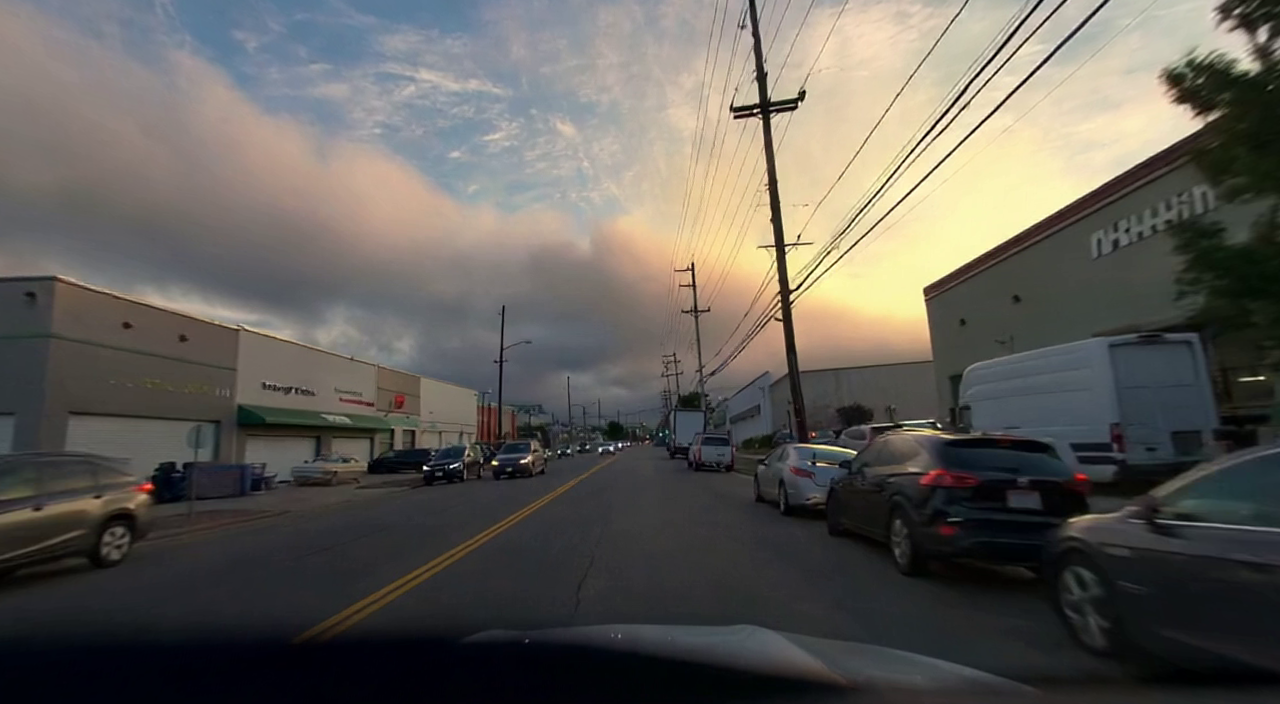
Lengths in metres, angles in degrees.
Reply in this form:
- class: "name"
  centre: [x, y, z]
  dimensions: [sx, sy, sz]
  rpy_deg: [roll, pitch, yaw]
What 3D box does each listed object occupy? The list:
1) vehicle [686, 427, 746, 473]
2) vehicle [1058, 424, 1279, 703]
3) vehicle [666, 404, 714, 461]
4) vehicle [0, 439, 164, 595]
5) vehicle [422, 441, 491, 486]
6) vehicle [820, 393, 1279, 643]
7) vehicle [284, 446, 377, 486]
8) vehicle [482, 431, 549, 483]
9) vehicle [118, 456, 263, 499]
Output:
- class: "vehicle"
  centre: [3.564, 4.795, 30.896]
  dimensions: [2.249, 2.026, 6.211]
  rpy_deg: [0, -9, 1]
- class: "vehicle"
  centre: [3.533, 0.869, 1.614]
  dimensions: [1.948, 1.433, 4.385]
  rpy_deg: [0, -9, 1]
- class: "vehicle"
  centre: [3.549, 6.082, 46.884]
  dimensions: [2.874, 3.757, 8.612]
  rpy_deg: [0, -9, 0]
- class: "vehicle"
  centre: [-8.421, 2.032, 7.748]
  dimensions: [1.909, 1.778, 4.383]
  rpy_deg: [-3, -8, -2]
- class: "vehicle"
  centre: [-8.339, 5.071, 29.041]
  dimensions: [1.921, 1.750, 4.208]
  rpy_deg: [-4, -9, -1]
- class: "vehicle"
  centre: [3.598, 1.497, 6.810]
  dimensions: [1.911, 1.654, 5.061]
  rpy_deg: [0, -9, 1]
- class: "vehicle"
  centre: [-14.286, 5.268, 29.515]
  dimensions: [2.016, 1.721, 4.410]
  rpy_deg: [-1, -9, 1]
- class: "vehicle"
  centre: [-5.324, 4.564, 27.664]
  dimensions: [2.254, 1.963, 4.823]
  rpy_deg: [-2, -9, -5]
- class: "vehicle"
  centre: [-17.253, 4.823, 24.412]
  dimensions: [4.136, 1.510, 1.842]
  rpy_deg: [0, -9, 0]
